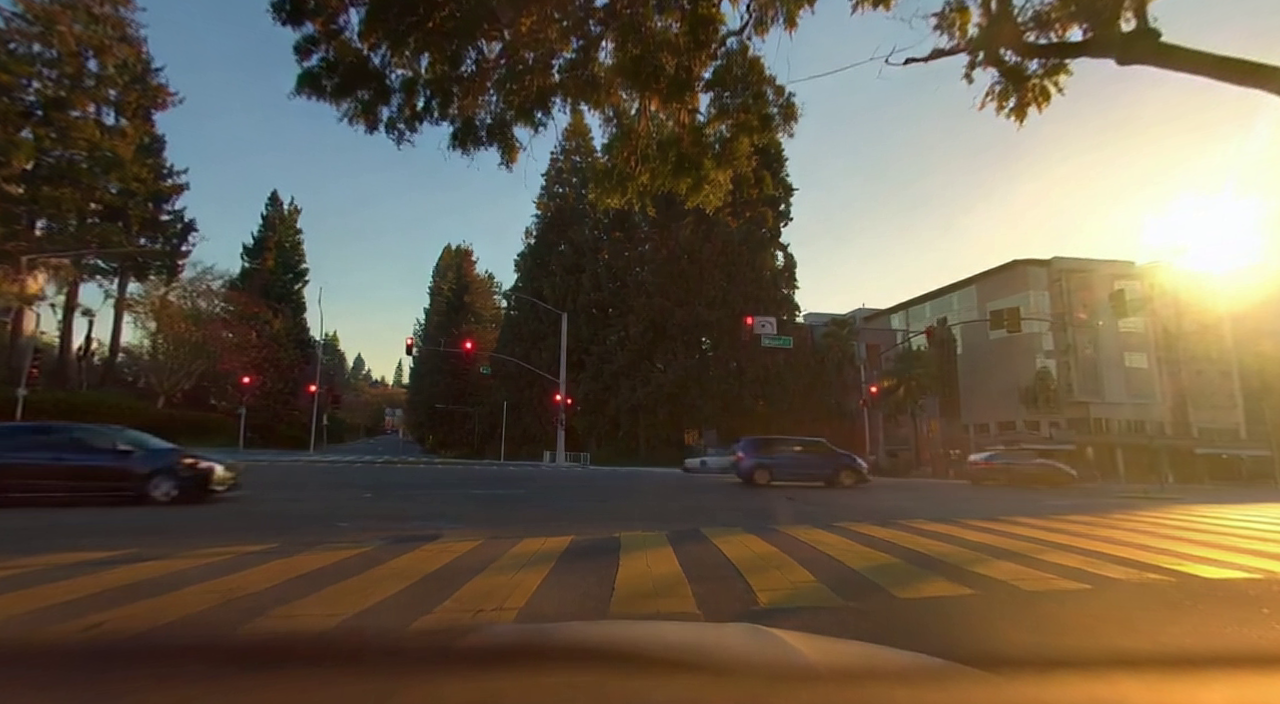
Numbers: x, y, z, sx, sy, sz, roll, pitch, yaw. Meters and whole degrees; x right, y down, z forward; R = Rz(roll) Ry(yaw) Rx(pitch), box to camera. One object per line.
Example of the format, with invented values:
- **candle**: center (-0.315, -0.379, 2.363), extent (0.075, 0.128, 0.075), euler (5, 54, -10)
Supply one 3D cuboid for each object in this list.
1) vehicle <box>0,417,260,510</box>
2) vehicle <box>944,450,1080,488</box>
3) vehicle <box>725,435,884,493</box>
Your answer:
- **vehicle**: center (-10.071, 1.993, 11.512), extent (4.952, 1.511, 1.855), euler (2, -9, -17)
- **vehicle**: center (15.976, 4.986, 27.141), extent (5.203, 1.488, 1.907), euler (3, -9, -17)
- **vehicle**: center (5.290, 3.565, 20.425), extent (4.626, 1.710, 1.891), euler (3, -9, -17)
